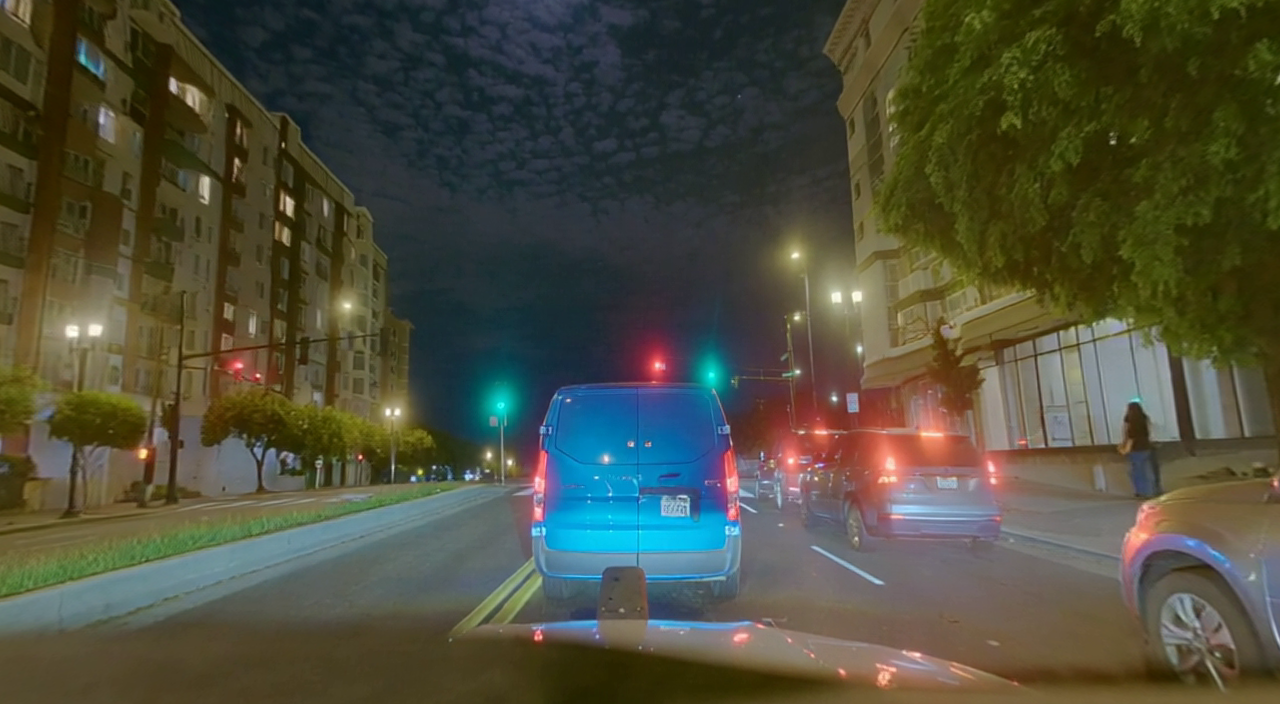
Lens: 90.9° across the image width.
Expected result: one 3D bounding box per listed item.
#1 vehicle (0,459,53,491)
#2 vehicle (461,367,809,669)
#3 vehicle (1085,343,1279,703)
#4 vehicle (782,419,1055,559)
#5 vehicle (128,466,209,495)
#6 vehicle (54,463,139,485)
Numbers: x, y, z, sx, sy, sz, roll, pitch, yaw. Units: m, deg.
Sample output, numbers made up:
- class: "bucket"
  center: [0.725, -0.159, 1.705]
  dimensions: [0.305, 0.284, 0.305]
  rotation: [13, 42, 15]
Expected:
- class: "vehicle"
  center: [-35.489, 6.836, 35.123]
  dimensions: [3.843, 1.680, 1.782]
  rotation: [-1, -9, 3]
- class: "vehicle"
  center: [-0.027, 1.326, 6.048]
  dimensions: [2.101, 1.828, 4.270]
  rotation: [0, -9, 0]
- class: "vehicle"
  center: [3.814, 0.692, 1.735]
  dimensions: [2.157, 1.748, 4.130]
  rotation: [0, -9, 1]
- class: "vehicle"
  center: [3.923, 2.017, 10.083]
  dimensions: [2.061, 1.676, 4.734]
  rotation: [0, -9, -2]
- class: "vehicle"
  center: [-33.243, 9.065, 44.532]
  dimensions: [4.292, 1.492, 1.772]
  rotation: [-6, -14, -1]
- class: "vehicle"
  center: [-38.439, 8.628, 44.646]
  dimensions: [4.396, 1.458, 1.809]
  rotation: [-1, -9, 2]
